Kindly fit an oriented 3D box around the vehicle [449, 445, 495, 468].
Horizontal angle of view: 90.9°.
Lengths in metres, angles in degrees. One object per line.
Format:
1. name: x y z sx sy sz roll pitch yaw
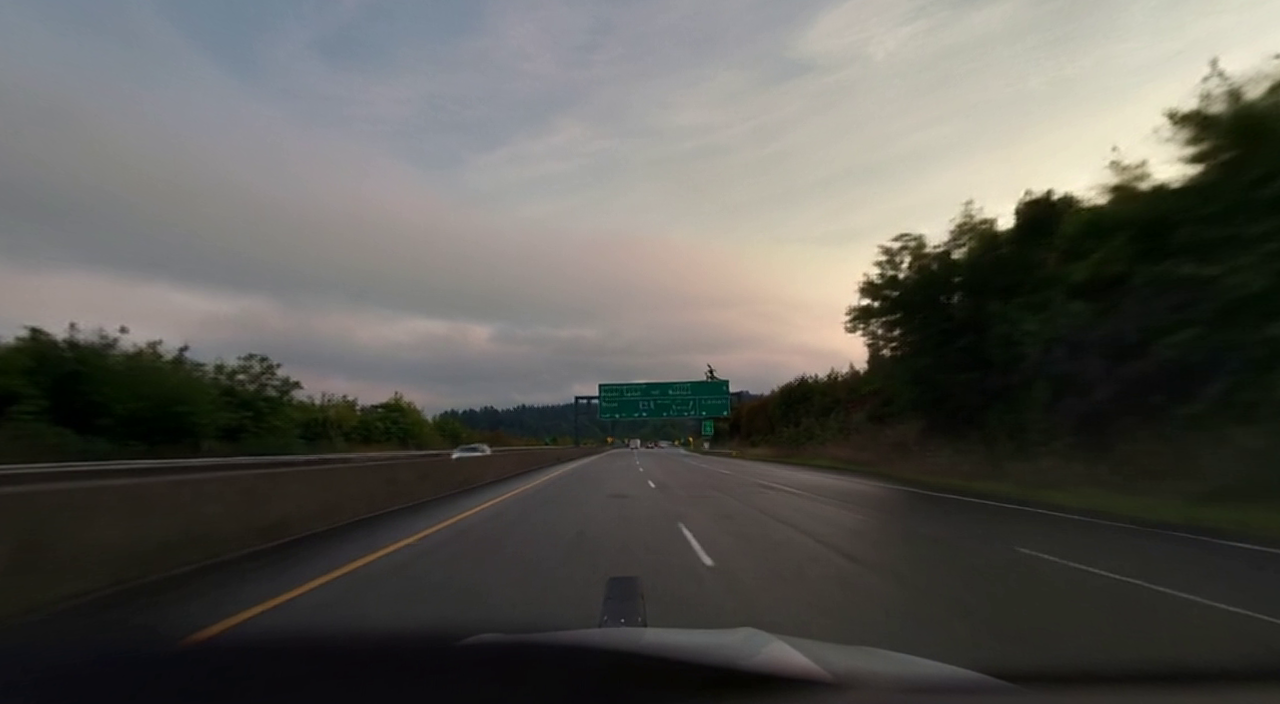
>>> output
1. vehicle: -11.437 7.137 43.124 1.918 1.480 4.343 0 -9 0
